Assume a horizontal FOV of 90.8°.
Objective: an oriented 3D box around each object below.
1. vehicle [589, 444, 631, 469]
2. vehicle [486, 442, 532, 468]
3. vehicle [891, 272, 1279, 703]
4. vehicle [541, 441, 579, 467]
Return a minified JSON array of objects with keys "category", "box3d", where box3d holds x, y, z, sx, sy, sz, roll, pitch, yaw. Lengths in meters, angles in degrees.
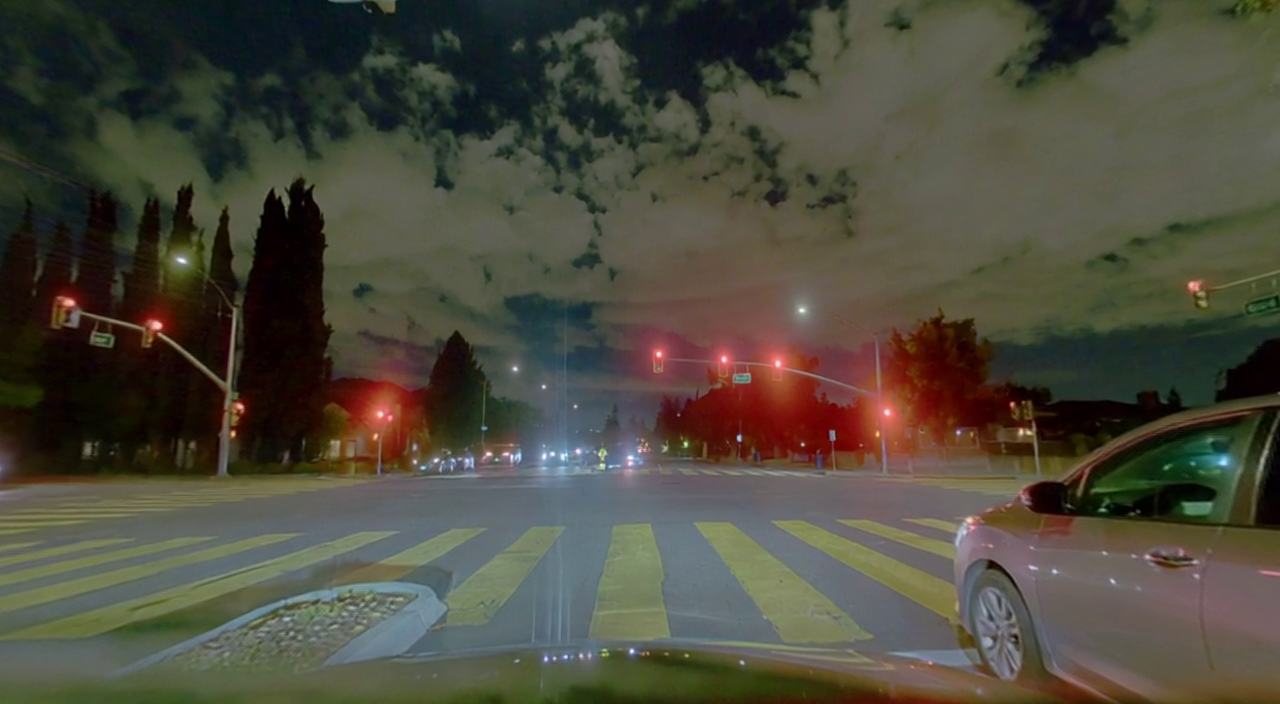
[{"category":"vehicle","box3d":[-1.904,6.450,39.184,2.046,1.491,4.118,2,-9,-10]},{"category":"vehicle","box3d":[-8.938,7.070,43.545,2.028,1.654,5.027,0,-9,1]},{"category":"vehicle","box3d":[2.716,0.711,1.698,2.085,1.800,4.908,0,-9,1]},{"category":"vehicle","box3d":[-5.527,7.112,44.309,2.091,1.707,4.157,0,-9,0]}]
